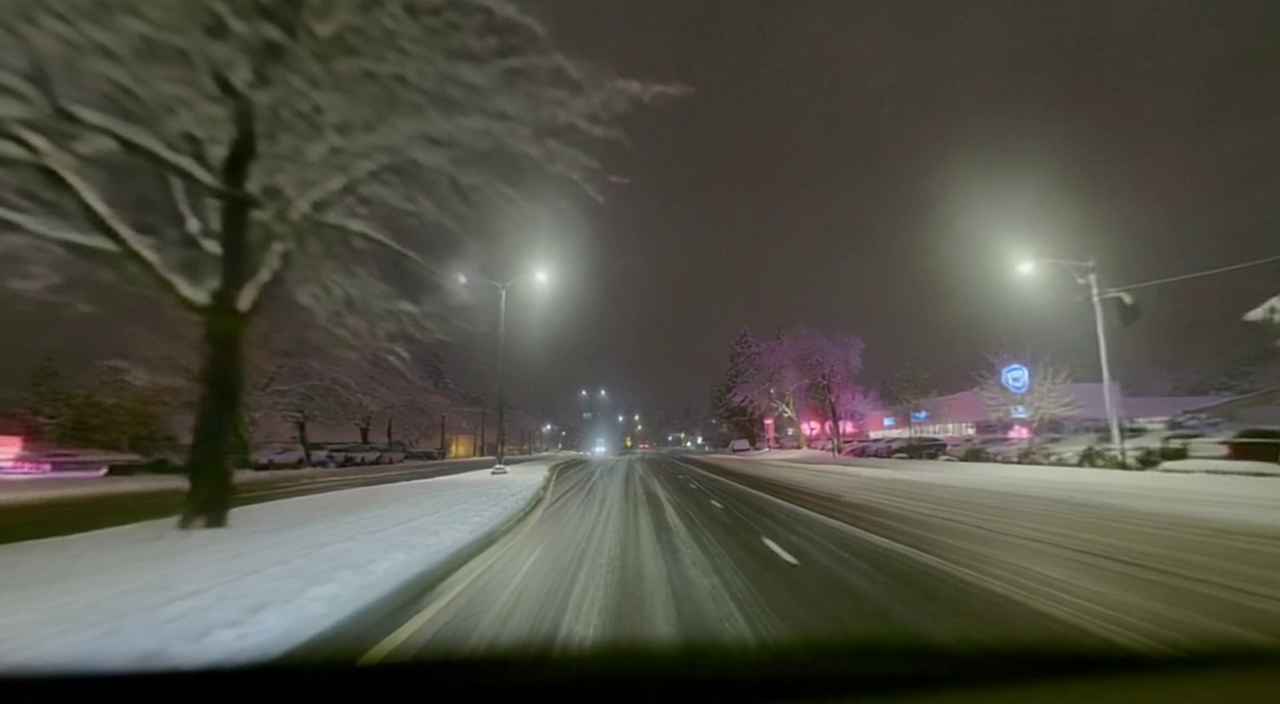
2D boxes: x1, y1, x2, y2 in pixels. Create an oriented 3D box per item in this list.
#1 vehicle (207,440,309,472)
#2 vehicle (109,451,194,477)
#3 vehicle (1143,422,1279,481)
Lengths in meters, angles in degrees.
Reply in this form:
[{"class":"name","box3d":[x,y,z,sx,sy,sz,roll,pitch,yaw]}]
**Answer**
[{"class":"vehicle","box3d":[-25.465,6.937,42.218,5.442,1.851,2.152,-3,-9,1]},{"class":"vehicle","box3d":[-31.274,7.128,40.611,1.863,1.525,4.518,0,-9,0]},{"class":"vehicle","box3d":[20.142,3.248,20.697,5.392,1.820,2.247,0,-9,-1]}]
